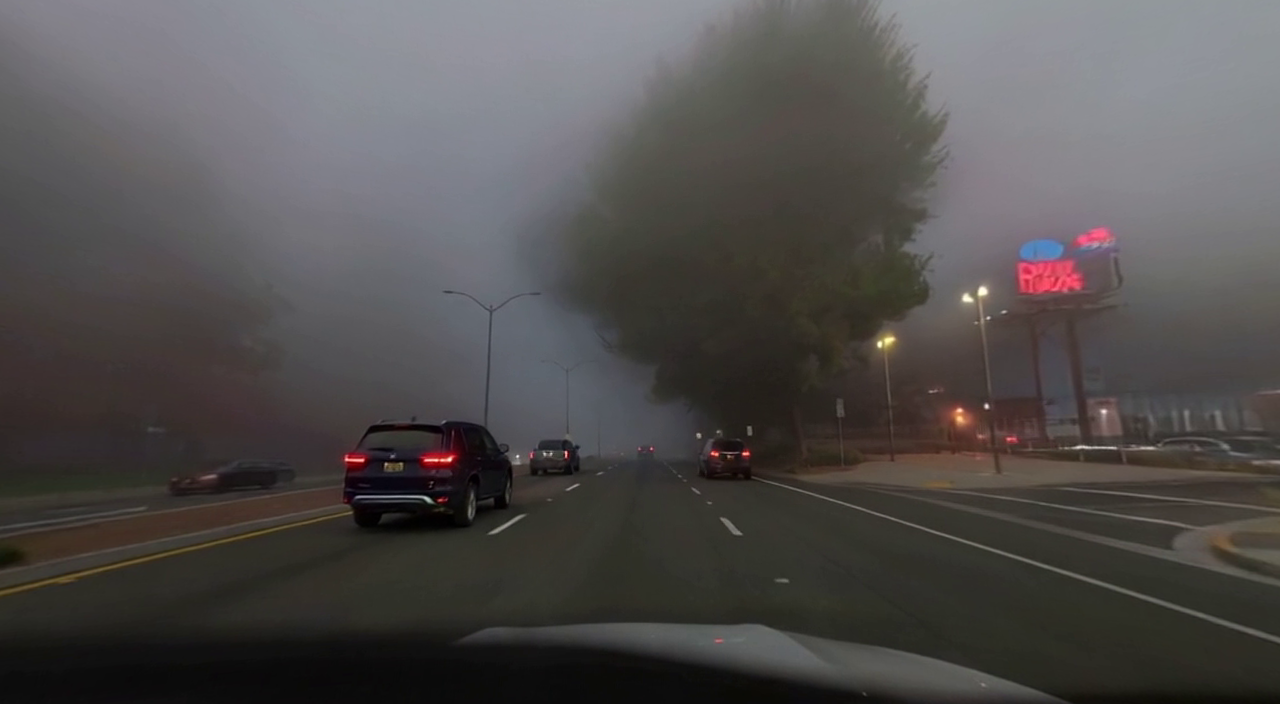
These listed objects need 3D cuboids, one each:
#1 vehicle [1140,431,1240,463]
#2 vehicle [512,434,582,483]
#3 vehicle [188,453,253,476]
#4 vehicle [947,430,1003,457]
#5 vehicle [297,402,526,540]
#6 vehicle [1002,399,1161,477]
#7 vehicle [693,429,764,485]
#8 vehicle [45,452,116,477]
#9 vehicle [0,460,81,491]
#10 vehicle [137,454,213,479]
[{"bbox_3d":[30.300,5.250,34.759,1.830,1.651,3.967,0,-9,-1],"label":"vehicle"},{"bbox_3d":[-3.603,4.207,25.151,2.014,1.775,4.404,0,-9,1],"label":"vehicle"},{"bbox_3d":[-29.260,7.843,43.844,3.620,1.459,1.627,6,-10,-33],"label":"vehicle"},{"bbox_3d":[22.992,6.283,43.231,1.862,1.688,3.636,-3,-9,2],"label":"vehicle"},{"bbox_3d":[-3.664,2.036,11.322,2.210,1.925,4.838,0,-9,1],"label":"vehicle"},{"bbox_3d":[21.982,4.388,31.893,2.758,3.509,7.034,0,-9,-1],"label":"vehicle"},{"bbox_3d":[3.289,4.011,24.178,2.024,1.921,4.431,0,-9,-1],"label":"vehicle"},{"bbox_3d":[-42.777,8.623,48.031,3.747,1.826,1.795,0,-9,3],"label":"vehicle"},{"bbox_3d":[-30.987,6.242,31.822,3.686,1.382,1.629,6,-10,-36],"label":"vehicle"},{"bbox_3d":[-29.789,7.329,40.322,3.617,1.442,1.608,5,-10,-29],"label":"vehicle"}]
